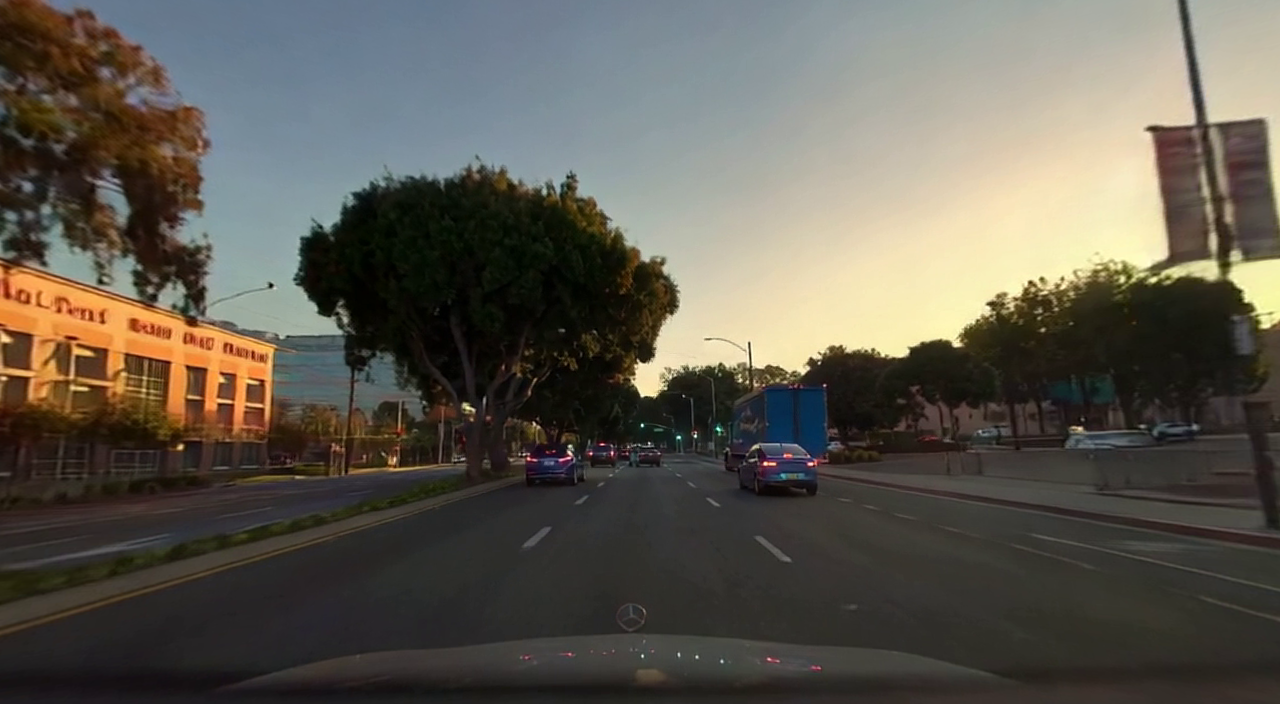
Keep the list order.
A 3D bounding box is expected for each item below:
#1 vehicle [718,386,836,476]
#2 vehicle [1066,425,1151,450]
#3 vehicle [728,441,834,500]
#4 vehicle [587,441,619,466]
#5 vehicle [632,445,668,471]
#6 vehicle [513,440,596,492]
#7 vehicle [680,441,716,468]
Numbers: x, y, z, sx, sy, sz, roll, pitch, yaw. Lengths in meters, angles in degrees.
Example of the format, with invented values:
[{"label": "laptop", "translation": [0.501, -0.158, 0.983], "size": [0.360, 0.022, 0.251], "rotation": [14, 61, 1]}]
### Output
[{"label": "vehicle", "translation": [7.623, 5.040, 38.815], "size": [3.383, 4.268, 17.469], "rotation": [0, -8, 0]}, {"label": "vehicle", "translation": [36.455, 6.694, 49.133], "size": [5.045, 1.644, 1.906], "rotation": [-3, -8, -2]}, {"label": "vehicle", "translation": [3.813, 3.254, 17.820], "size": [1.972, 1.452, 4.189], "rotation": [0, -8, 0]}, {"label": "vehicle", "translation": [-2.771, 7.801, 48.680], "size": [2.137, 1.796, 4.304], "rotation": [0, -8, 1]}, {"label": "vehicle", "translation": [0.525, 6.364, 38.079], "size": [2.020, 1.461, 4.326], "rotation": [0, -8, -1]}, {"label": "vehicle", "translation": [-2.703, 3.718, 21.000], "size": [2.003, 1.509, 4.396], "rotation": [-1, -8, 2]}, {"label": "vehicle", "translation": [3.880, 6.936, 42.739], "size": [2.050, 1.683, 3.990], "rotation": [0, -8, 0]}]
